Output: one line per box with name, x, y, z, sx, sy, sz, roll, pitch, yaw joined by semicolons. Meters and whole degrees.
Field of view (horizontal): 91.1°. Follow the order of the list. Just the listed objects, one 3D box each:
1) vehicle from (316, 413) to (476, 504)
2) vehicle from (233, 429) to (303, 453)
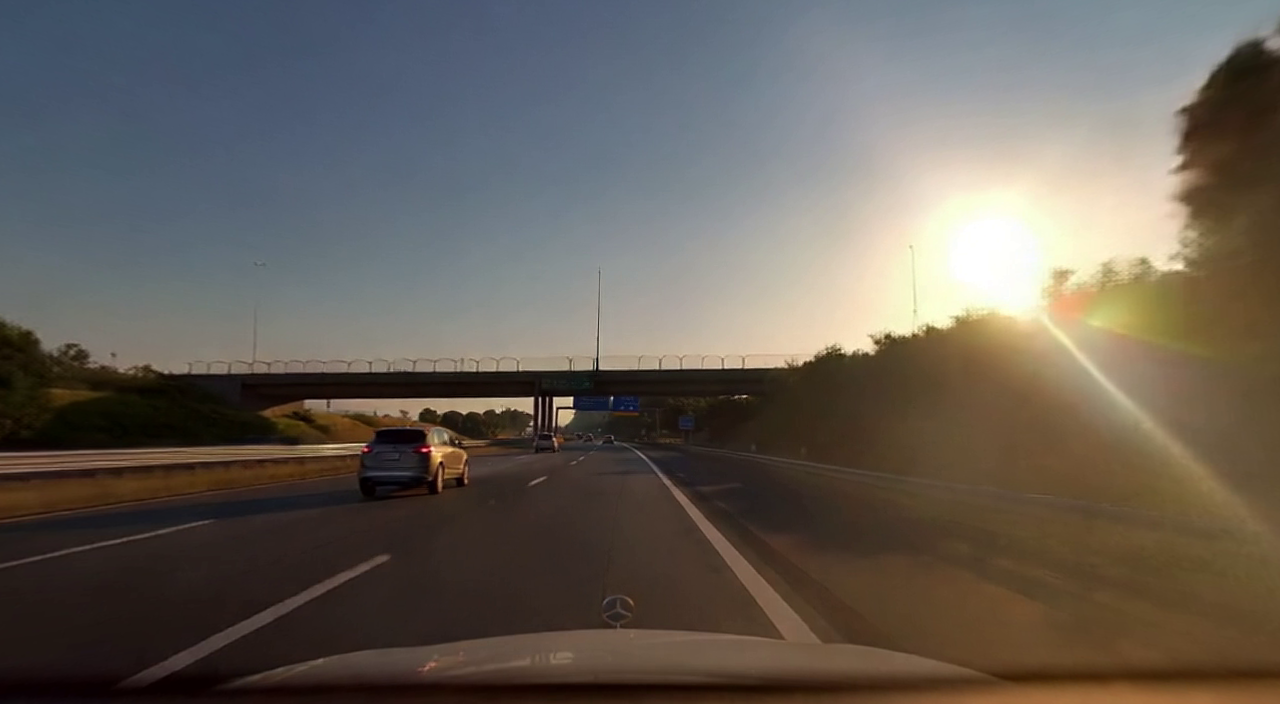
vehicle;-5.228;2.319;14.172;2.007;1.727;4.040;0;-8;-1
vehicle;-26.129;6.277;44.350;1.860;1.550;5.136;0;-8;-1
